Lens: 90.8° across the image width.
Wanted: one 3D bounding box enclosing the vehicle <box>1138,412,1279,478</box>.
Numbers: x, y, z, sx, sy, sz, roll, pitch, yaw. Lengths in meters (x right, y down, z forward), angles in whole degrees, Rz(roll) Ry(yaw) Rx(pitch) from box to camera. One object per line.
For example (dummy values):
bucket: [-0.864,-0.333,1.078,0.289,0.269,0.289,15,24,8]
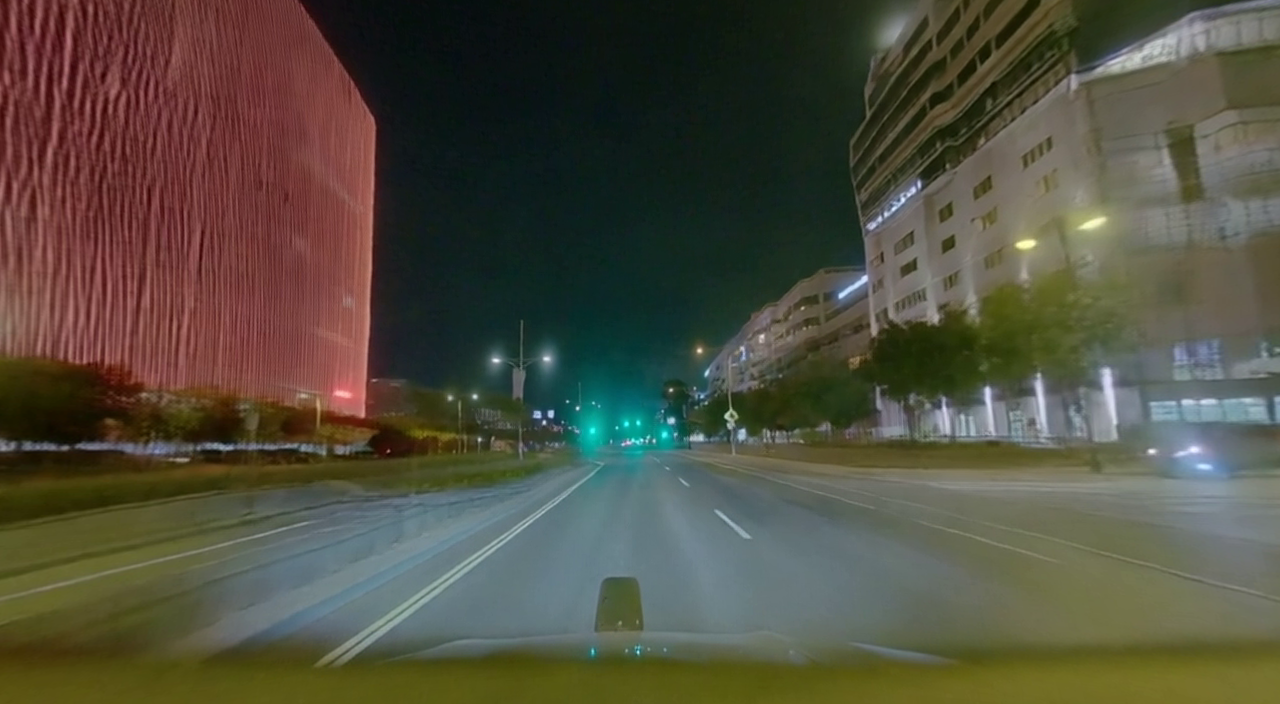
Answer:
vehicle: [21.626,3.167,22.079,6.615,1.967,2.328,-2,-7,-5]
